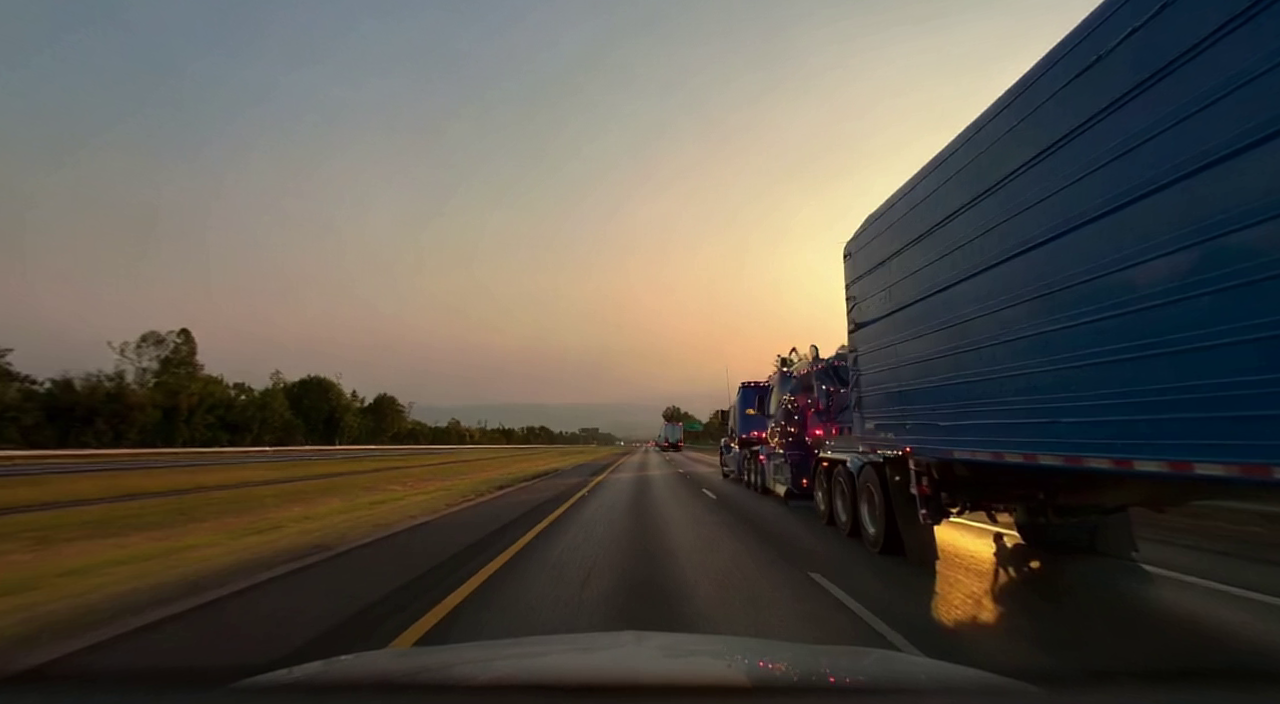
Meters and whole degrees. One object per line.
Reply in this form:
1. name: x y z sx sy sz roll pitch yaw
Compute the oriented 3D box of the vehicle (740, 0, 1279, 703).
1. vehicle: 4.065 0.279 7.057 2.976 4.114 16.788 0 -8 -1
